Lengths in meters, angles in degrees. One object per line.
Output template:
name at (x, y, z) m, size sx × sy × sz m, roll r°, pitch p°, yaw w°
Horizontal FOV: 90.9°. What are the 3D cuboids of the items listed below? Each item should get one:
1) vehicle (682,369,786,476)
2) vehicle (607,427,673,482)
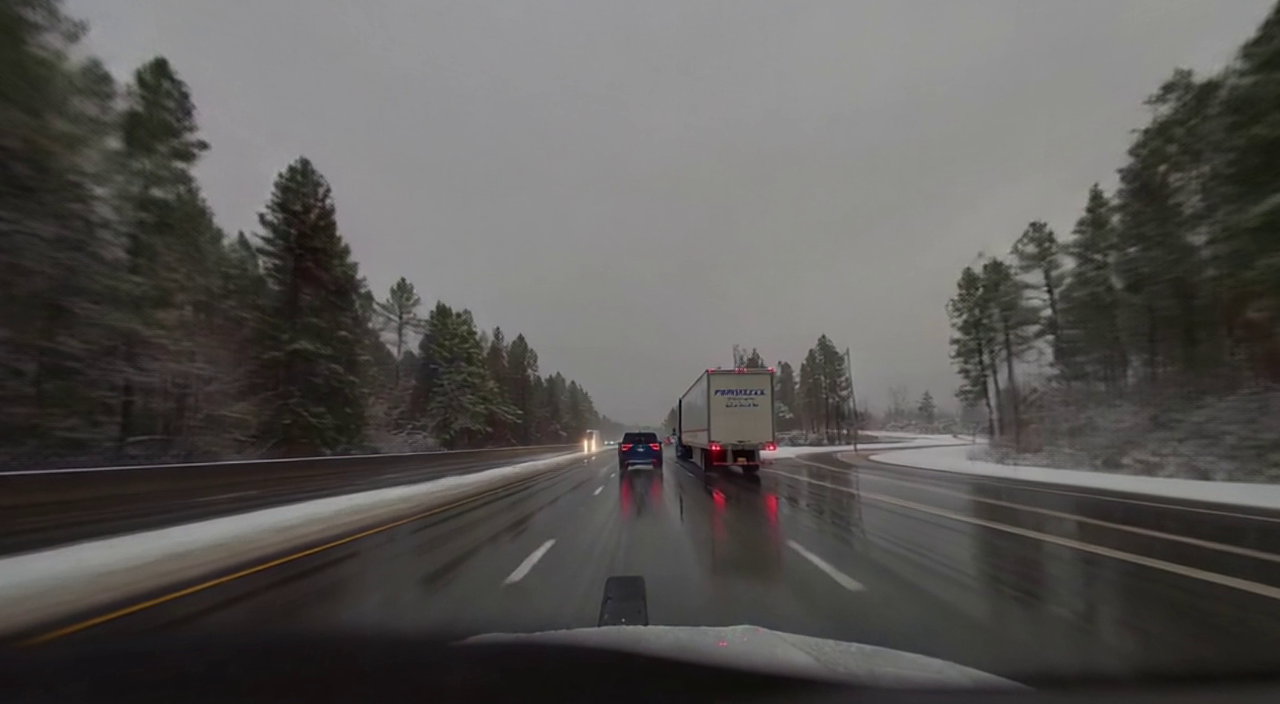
vehicle at (4.181, 3.955, 32.834) m, size 2.899 × 4.160 × 16.621 m, roll 0°, pitch -9°, yaw 0°
vehicle at (-0.014, 3.812, 23.661) m, size 2.222 × 1.848 × 4.610 m, roll 0°, pitch -8°, yaw 0°
